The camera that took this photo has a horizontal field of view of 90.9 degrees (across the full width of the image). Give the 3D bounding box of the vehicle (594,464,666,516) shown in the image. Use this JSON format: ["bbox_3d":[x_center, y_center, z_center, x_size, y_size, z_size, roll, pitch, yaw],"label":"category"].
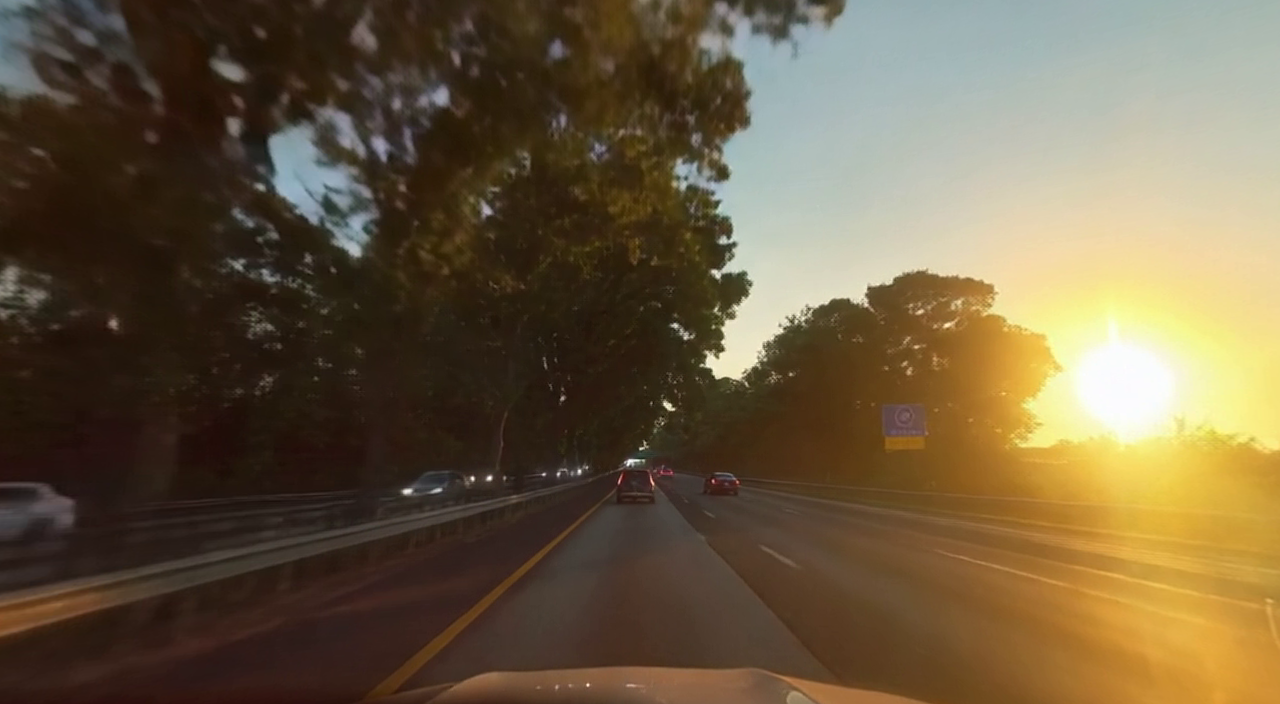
[{"bbox_3d":[-0.287,4.323,20.057,2.060,1.473,3.726,1,-10,0],"label":"vehicle"}]

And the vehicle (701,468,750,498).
[{"bbox_3d":[4.520,6.947,33.710,1.974,1.476,4.119,1,-10,-1],"label":"vehicle"}]

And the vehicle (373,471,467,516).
[{"bbox_3d":[-8.041,5.213,23.515,1.843,1.448,4.542,1,-10,0],"label":"vehicle"}]
